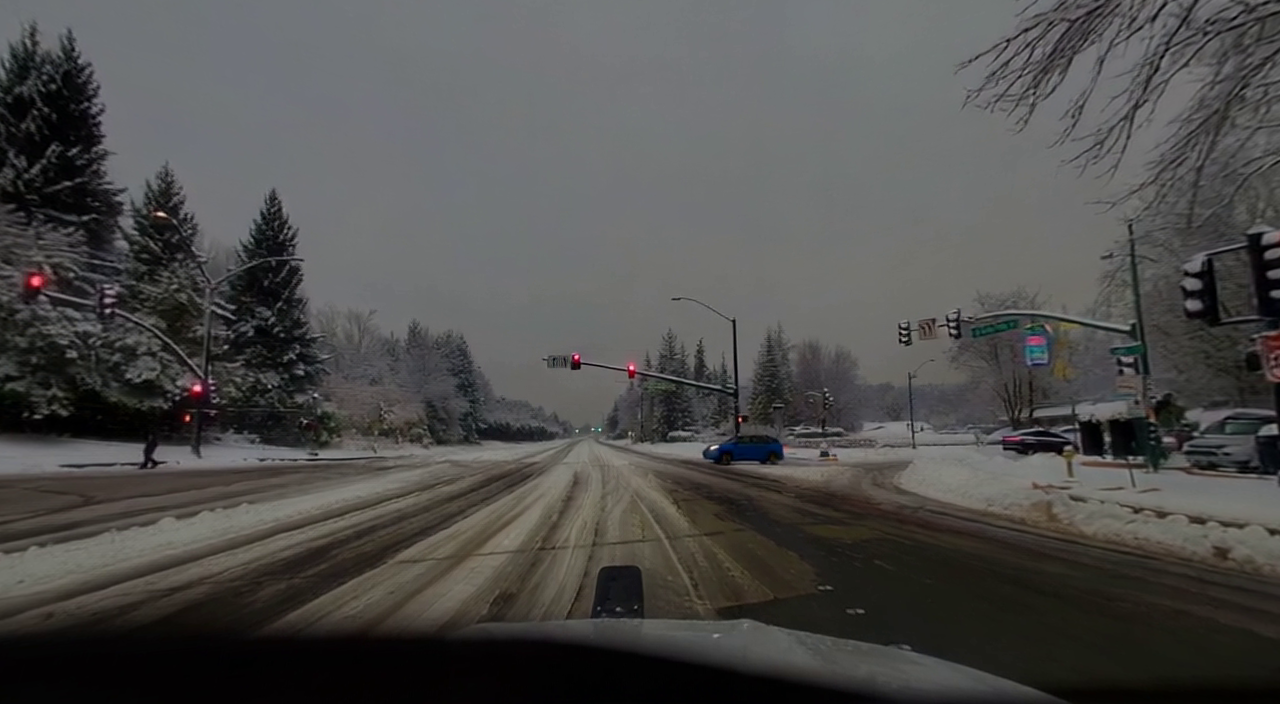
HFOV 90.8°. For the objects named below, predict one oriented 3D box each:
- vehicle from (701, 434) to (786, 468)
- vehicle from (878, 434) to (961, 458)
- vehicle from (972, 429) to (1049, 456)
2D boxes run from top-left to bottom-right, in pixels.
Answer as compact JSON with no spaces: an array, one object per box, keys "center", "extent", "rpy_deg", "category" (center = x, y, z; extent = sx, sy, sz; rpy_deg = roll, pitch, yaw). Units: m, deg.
[{"center":[5.051,4.793,30.696],"extent":[3.896,1.500,1.740],"rpy_deg":[6,-10,-33],"category":"vehicle"},{"center":[18.662,6.266,42.176],"extent":[5.234,1.549,1.982],"rpy_deg":[4,-9,-24],"category":"vehicle"},{"center":[26.883,6.571,45.826],"extent":[5.032,1.828,2.183],"rpy_deg":[4,-9,-24],"category":"vehicle"}]
